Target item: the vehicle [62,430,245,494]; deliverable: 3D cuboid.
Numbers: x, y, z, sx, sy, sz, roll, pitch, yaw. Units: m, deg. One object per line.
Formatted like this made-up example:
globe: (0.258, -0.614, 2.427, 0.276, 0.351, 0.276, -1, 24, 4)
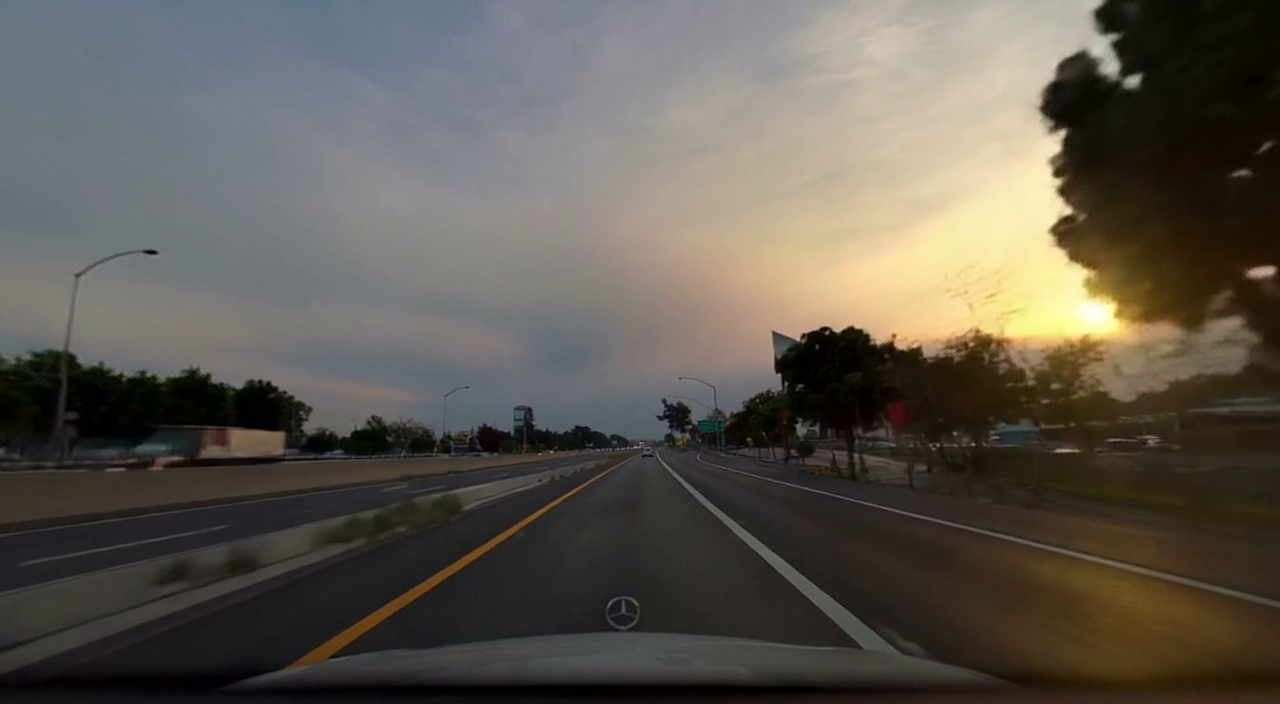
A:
vehicle: (-16.961, 3.866, 22.438, 2.294, 1.994, 5.209, 0, -9, 0)
